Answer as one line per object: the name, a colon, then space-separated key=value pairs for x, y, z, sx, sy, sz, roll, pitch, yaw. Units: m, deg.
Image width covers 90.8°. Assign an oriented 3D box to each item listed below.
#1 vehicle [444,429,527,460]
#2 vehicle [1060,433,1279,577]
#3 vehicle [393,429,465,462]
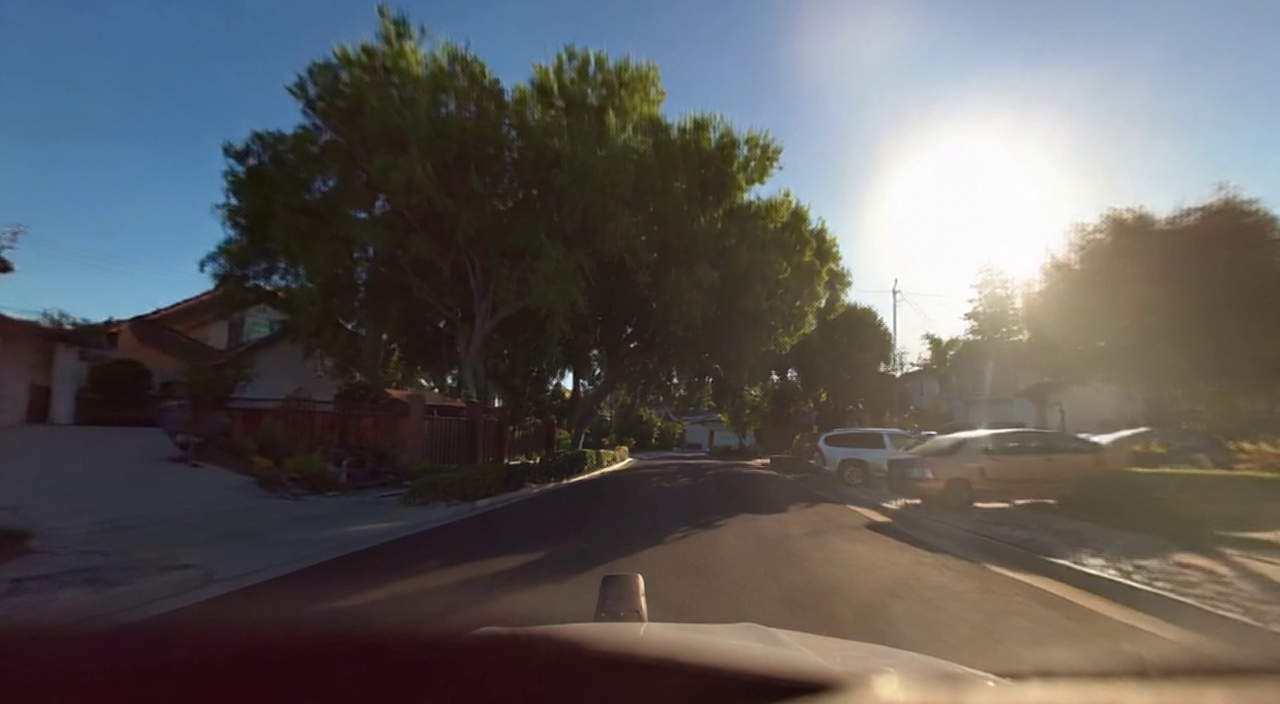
vehicle: x=-10.726 y=6.409 z=44.012 sx=5.127 sy=1.796 sz=2.045 roll=3 pitch=-7 yaw=5
vehicle: x=7.902 y=1.930 z=8.296 sx=3.938 sy=1.473 sz=1.881 roll=5 pitch=-7 yaw=-17
vehicle: x=-12.075 y=5.370 z=36.491 sx=1.869 sy=1.646 sz=4.357 roll=3 pitch=-7 yaw=11
